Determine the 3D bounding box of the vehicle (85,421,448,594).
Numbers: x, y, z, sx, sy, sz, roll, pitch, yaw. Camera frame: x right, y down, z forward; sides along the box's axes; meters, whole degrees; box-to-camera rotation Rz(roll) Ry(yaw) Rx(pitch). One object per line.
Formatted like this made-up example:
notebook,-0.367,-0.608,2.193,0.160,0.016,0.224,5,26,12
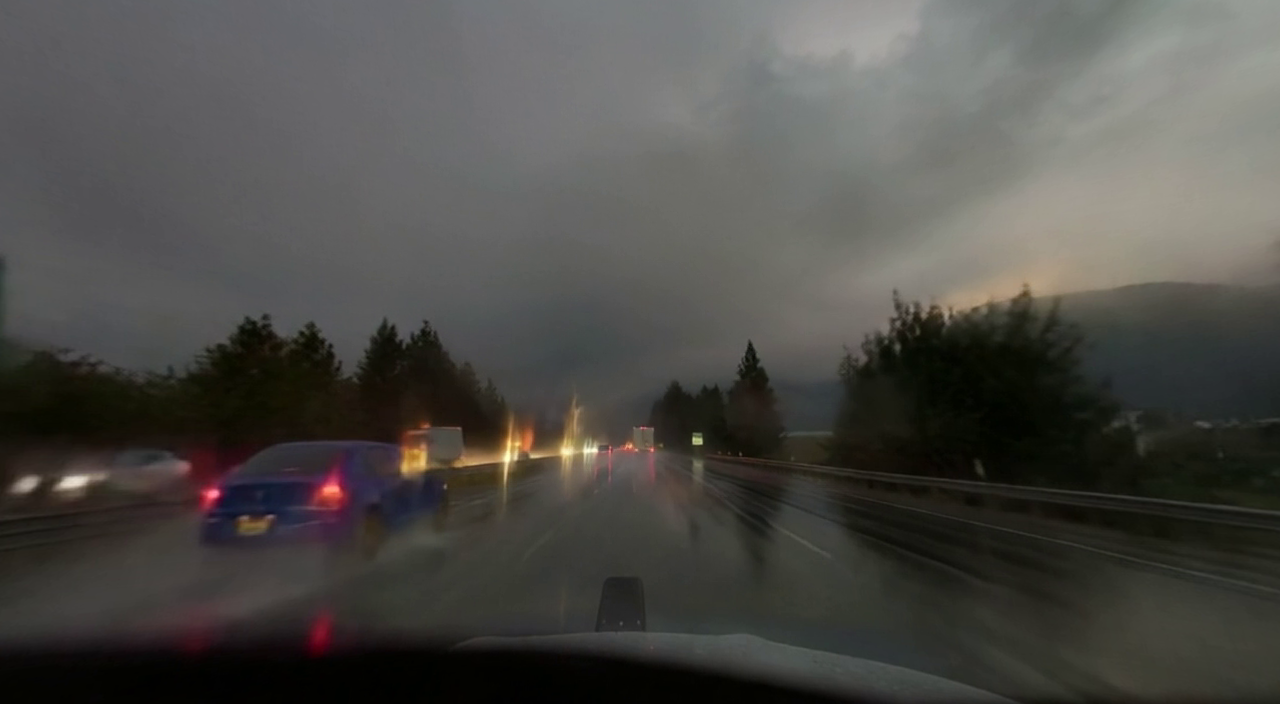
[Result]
vehicle,-3.994,1.718,7.722,2.018,1.548,3.849,-1,-9,1

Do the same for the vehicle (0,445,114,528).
vehicle,-12.407,2.462,11.537,1.729,1.480,4.428,-1,-9,0
